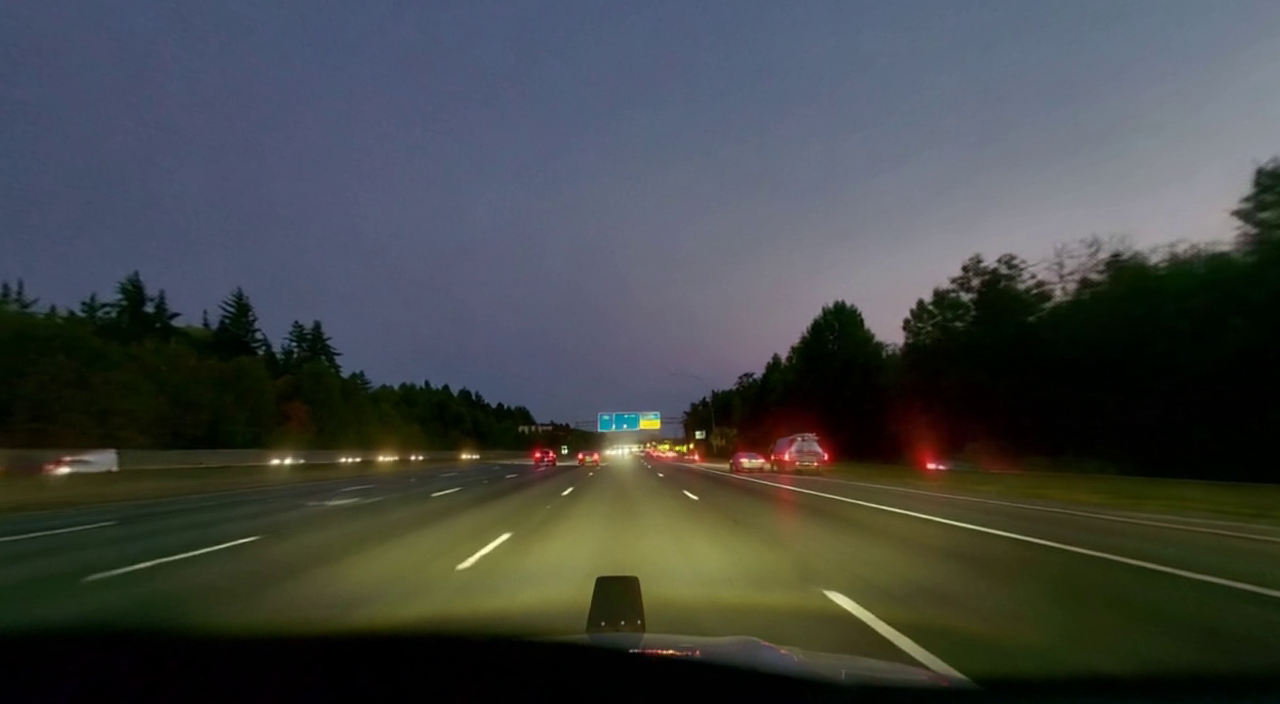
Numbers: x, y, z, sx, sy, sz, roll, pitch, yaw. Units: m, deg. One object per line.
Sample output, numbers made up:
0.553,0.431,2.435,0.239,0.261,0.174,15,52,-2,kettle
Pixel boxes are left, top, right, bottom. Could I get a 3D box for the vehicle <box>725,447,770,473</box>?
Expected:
6.893,7.009,40.958,1.989,1.591,4.348,0,-9,-2,vehicle
